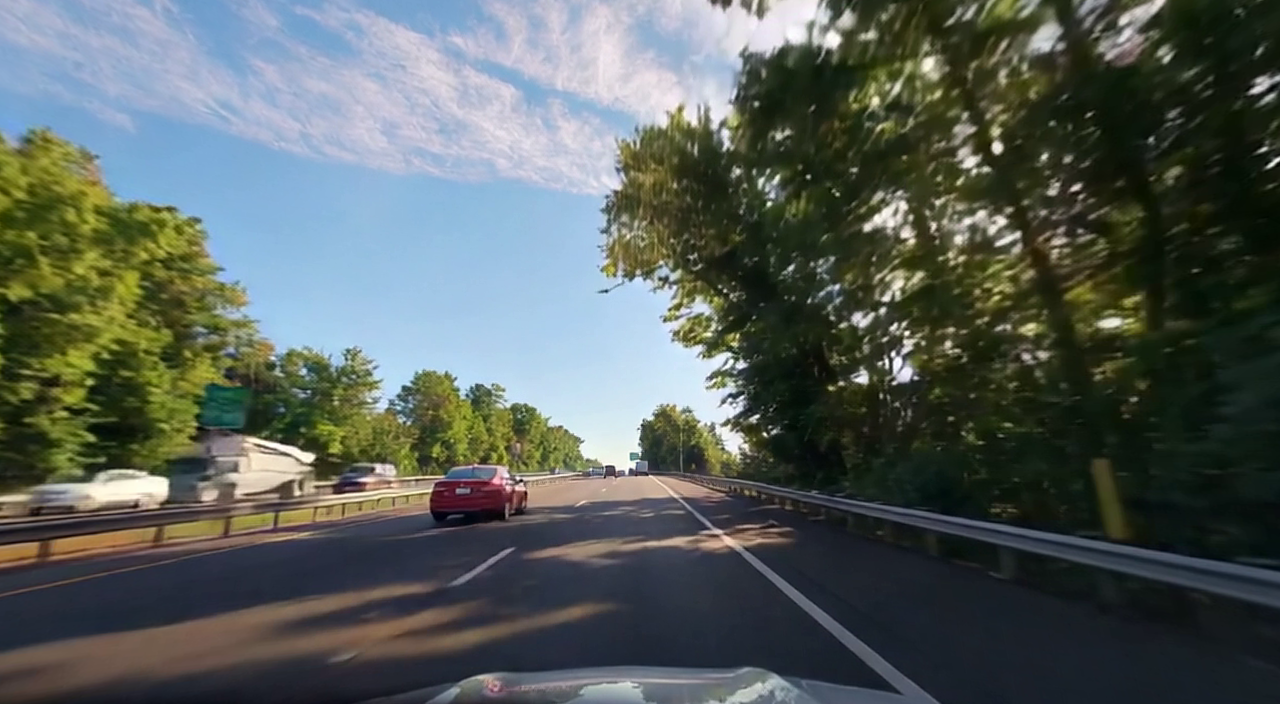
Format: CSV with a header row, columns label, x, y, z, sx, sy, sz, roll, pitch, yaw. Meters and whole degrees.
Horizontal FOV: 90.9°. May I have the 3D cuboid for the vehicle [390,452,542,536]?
label,x,y,z,sx,sy,sz,roll,pitch,yaw
vehicle,-3.668,3.132,14.341,2.006,1.516,4.820,1,-11,1

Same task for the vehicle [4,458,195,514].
label,x,y,z,sx,sy,sz,roll,pitch,yaw
vehicle,-17.230,4.303,20.518,2.065,1.556,4.639,1,-11,0

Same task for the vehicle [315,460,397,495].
label,x,y,z,sx,sy,sz,roll,pitch,yaw
vehicle,-13.390,5.959,30.014,1.852,1.520,4.252,1,-11,1

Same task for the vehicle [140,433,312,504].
label,x,y,z,sx,sy,sz,roll,pitch,yaw
vehicle,-17.355,5.017,27.122,2.564,2.589,6.882,1,-11,1
